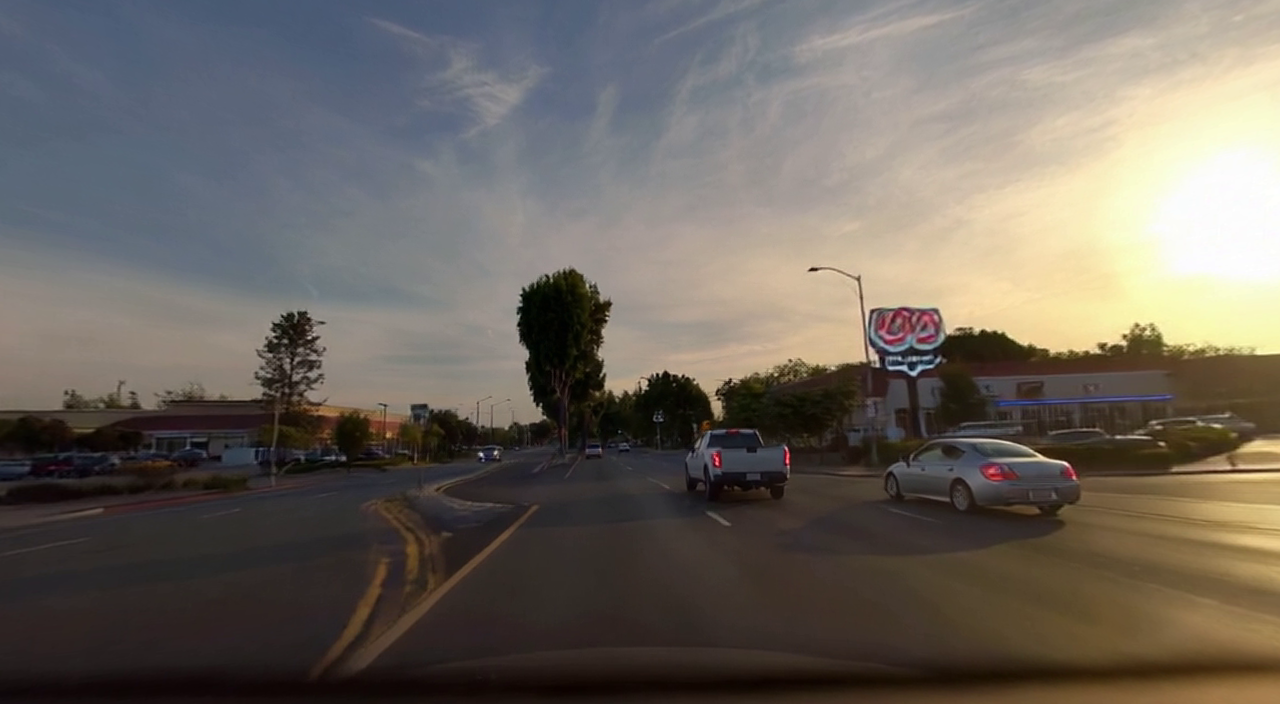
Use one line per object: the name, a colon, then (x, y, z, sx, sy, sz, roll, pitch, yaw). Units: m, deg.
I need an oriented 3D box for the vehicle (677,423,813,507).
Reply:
vehicle: (2.384, 2.771, 15.932, 2.214, 1.749, 4.998, 1, -9, -4)

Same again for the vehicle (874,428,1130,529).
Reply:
vehicle: (6.254, 2.222, 11.671, 1.986, 1.480, 4.296, 0, -9, -4)
